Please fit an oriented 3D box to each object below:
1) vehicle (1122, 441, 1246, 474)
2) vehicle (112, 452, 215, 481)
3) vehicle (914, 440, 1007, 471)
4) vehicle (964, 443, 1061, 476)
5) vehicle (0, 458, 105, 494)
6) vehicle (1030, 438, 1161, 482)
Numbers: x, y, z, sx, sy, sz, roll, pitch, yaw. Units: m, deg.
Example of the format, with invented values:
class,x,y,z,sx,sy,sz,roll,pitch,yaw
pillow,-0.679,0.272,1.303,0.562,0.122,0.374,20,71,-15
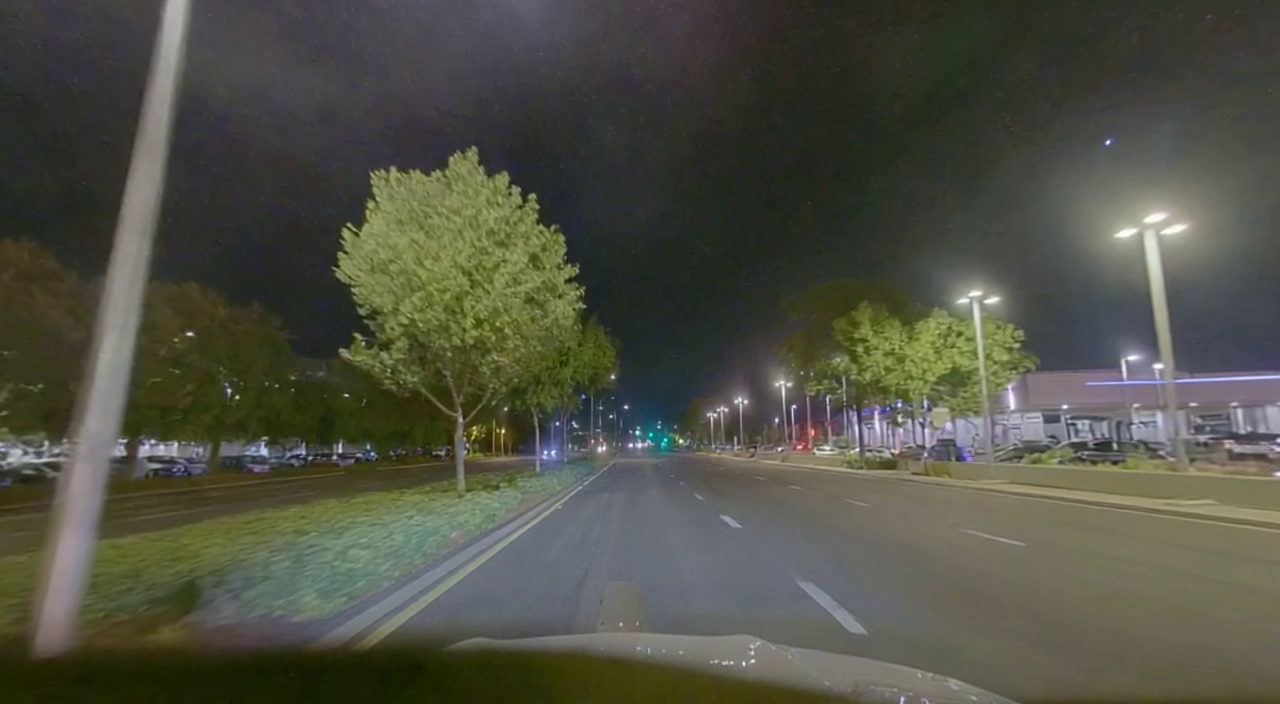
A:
class,x,y,z,sx,sy,sz,roll,pitch,yaw
vehicle,27.711,5.377,32.260,4.591,1.593,2.041,1,-8,-5
vehicle,-26.935,6.458,35.784,4.193,1.585,1.956,0,-8,0
vehicle,18.224,5.846,35.951,4.788,1.660,2.043,4,-9,-23
vehicle,17.825,5.105,30.176,4.496,1.423,1.700,4,-10,-26
vehicle,-26.450,5.412,27.692,4.243,1.493,1.873,0,-8,0
vehicle,17.847,4.185,24.726,4.697,1.578,2.067,4,-9,-26
